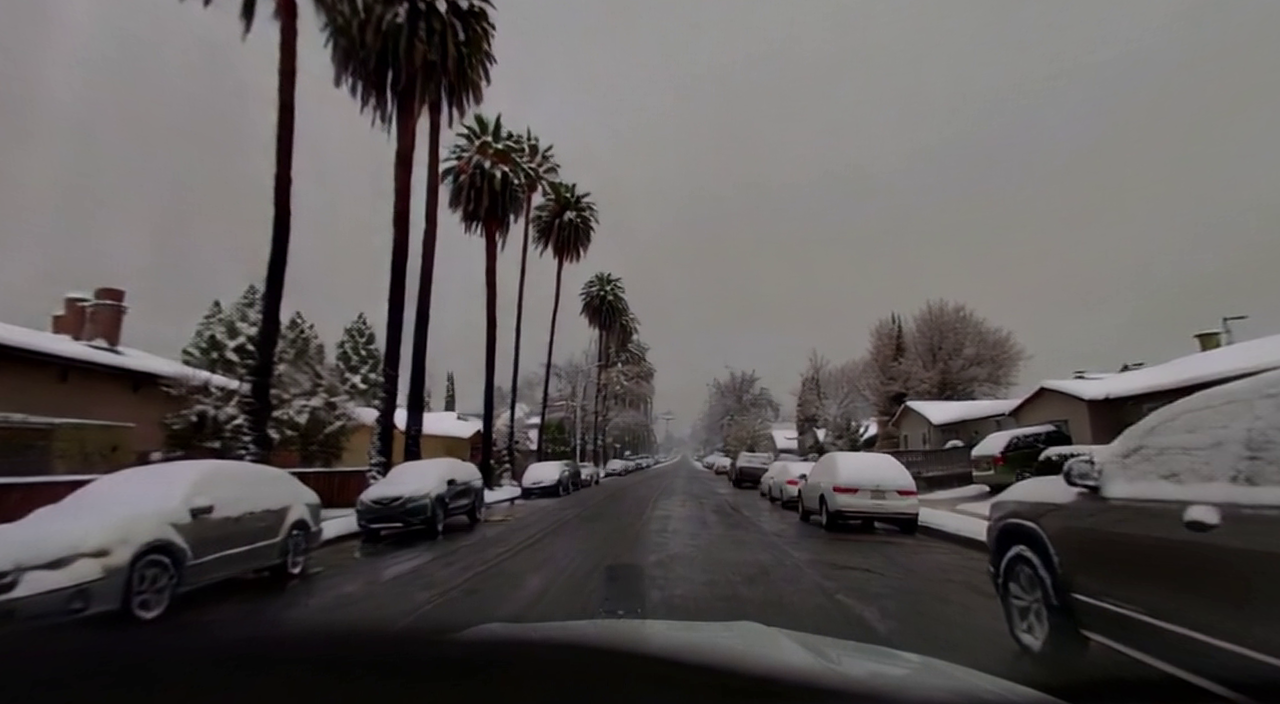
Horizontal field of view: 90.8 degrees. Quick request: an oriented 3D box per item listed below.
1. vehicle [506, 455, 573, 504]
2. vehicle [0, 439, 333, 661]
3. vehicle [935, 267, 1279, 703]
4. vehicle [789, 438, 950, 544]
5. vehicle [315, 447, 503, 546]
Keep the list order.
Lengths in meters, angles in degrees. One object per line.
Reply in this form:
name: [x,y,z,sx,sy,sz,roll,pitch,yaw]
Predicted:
vehicle: [-4.134,5.353,26.695,1.947,1.803,4.381,-2,-11,2]
vehicle: [-5.296,1.907,6.904,1.816,1.697,3.777,-1,-11,3]
vehicle: [4.106,0.852,3.041,2.649,2.232,6.576,0,-10,5]
vehicle: [4.754,2.982,13.959,1.964,1.889,4.708,-1,-10,3]
vehicle: [-4.930,3.202,14.534,2.020,1.819,5.168,-2,-11,4]
